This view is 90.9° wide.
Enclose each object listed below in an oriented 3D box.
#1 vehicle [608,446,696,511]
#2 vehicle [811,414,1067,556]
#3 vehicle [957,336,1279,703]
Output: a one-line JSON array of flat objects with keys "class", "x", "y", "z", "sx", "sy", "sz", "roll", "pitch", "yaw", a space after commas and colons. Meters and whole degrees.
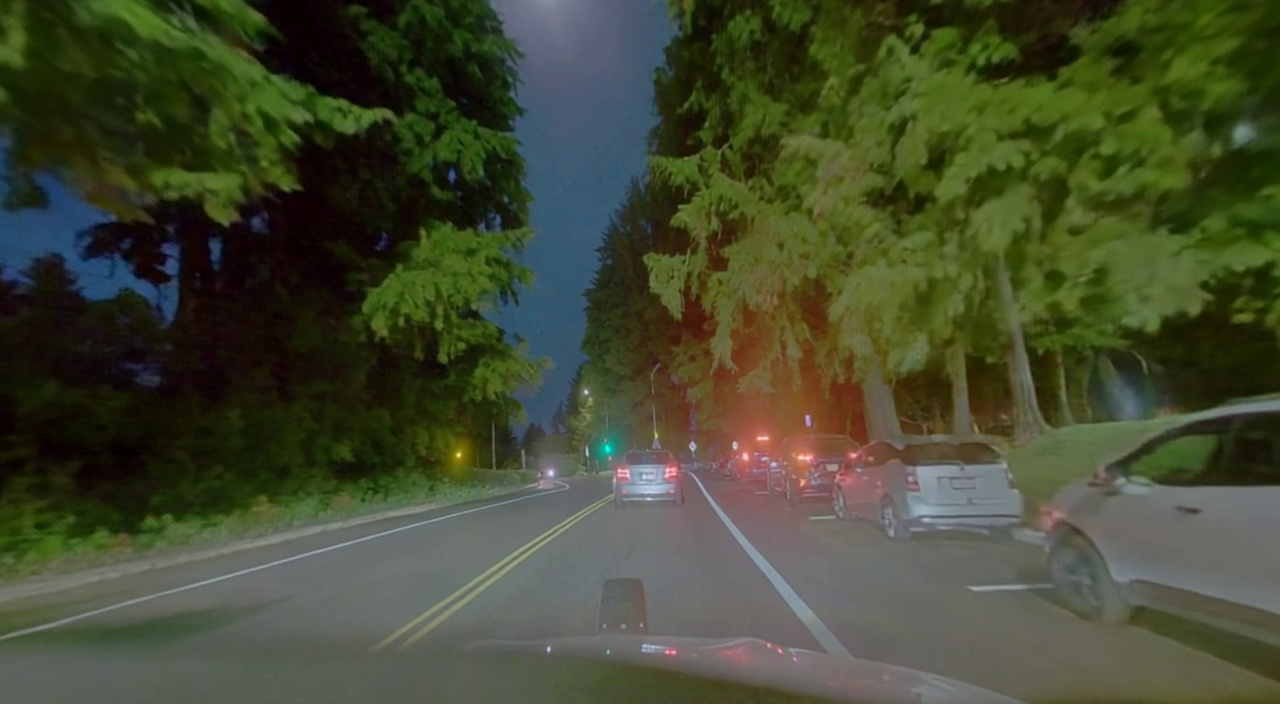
[{"class": "vehicle", "x": 0.335, "y": 3.317, "z": 17.043, "sx": 2.078, "sy": 1.521, "sz": 4.058, "roll": 0, "pitch": -9, "yaw": 2}, {"class": "vehicle", "x": 4.337, "y": 2.007, "z": 10.163, "sx": 1.969, "sy": 1.738, "sz": 4.515, "roll": 0, "pitch": -9, "yaw": 1}, {"class": "vehicle", "x": 3.932, "y": 0.915, "z": 3.337, "sx": 2.066, "sy": 1.804, "sz": 4.751, "roll": 0, "pitch": -9, "yaw": 1}]
